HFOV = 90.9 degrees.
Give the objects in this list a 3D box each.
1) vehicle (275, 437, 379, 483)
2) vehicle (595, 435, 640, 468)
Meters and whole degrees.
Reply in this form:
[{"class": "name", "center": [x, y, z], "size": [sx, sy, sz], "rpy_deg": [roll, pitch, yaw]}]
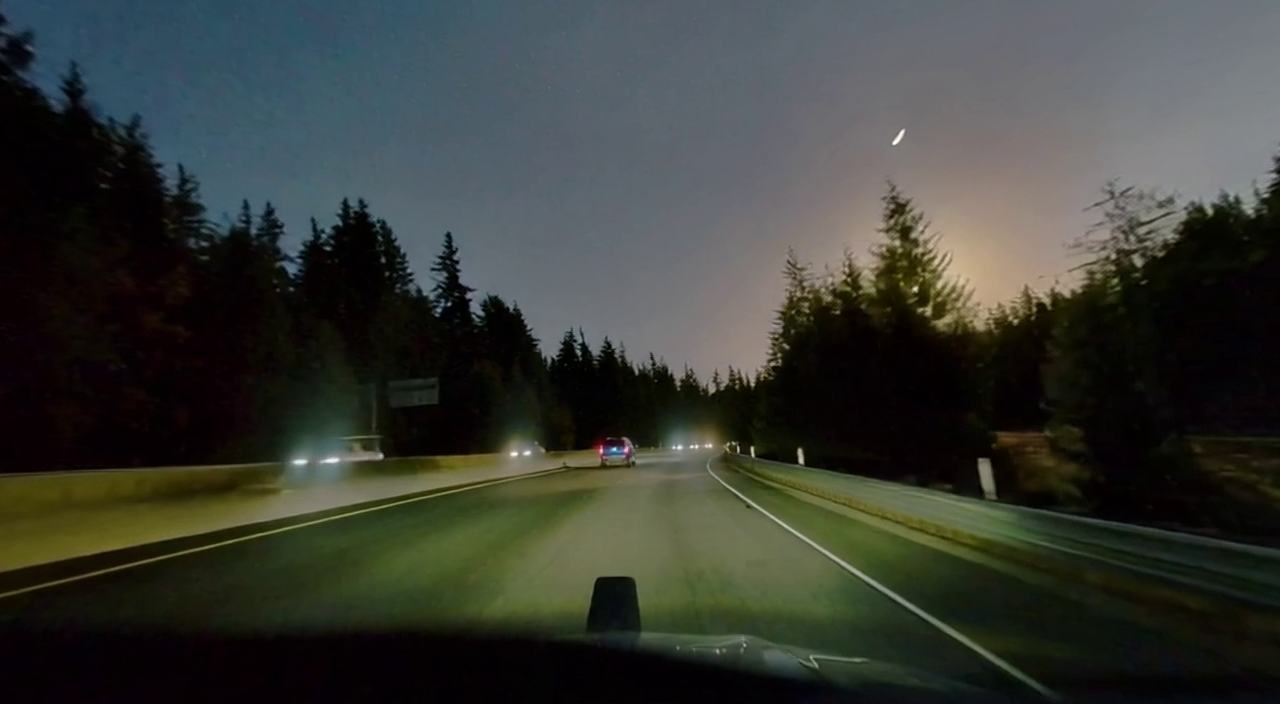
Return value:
[{"class": "vehicle", "center": [-15.387, 5.306, 31.426], "size": [2.197, 2.087, 5.089], "rpy_deg": [-1, -8, 6]}, {"class": "vehicle", "center": [-1.229, 5.725, 36.501], "size": [2.005, 1.752, 4.479], "rpy_deg": [-1, -8, 5]}]
